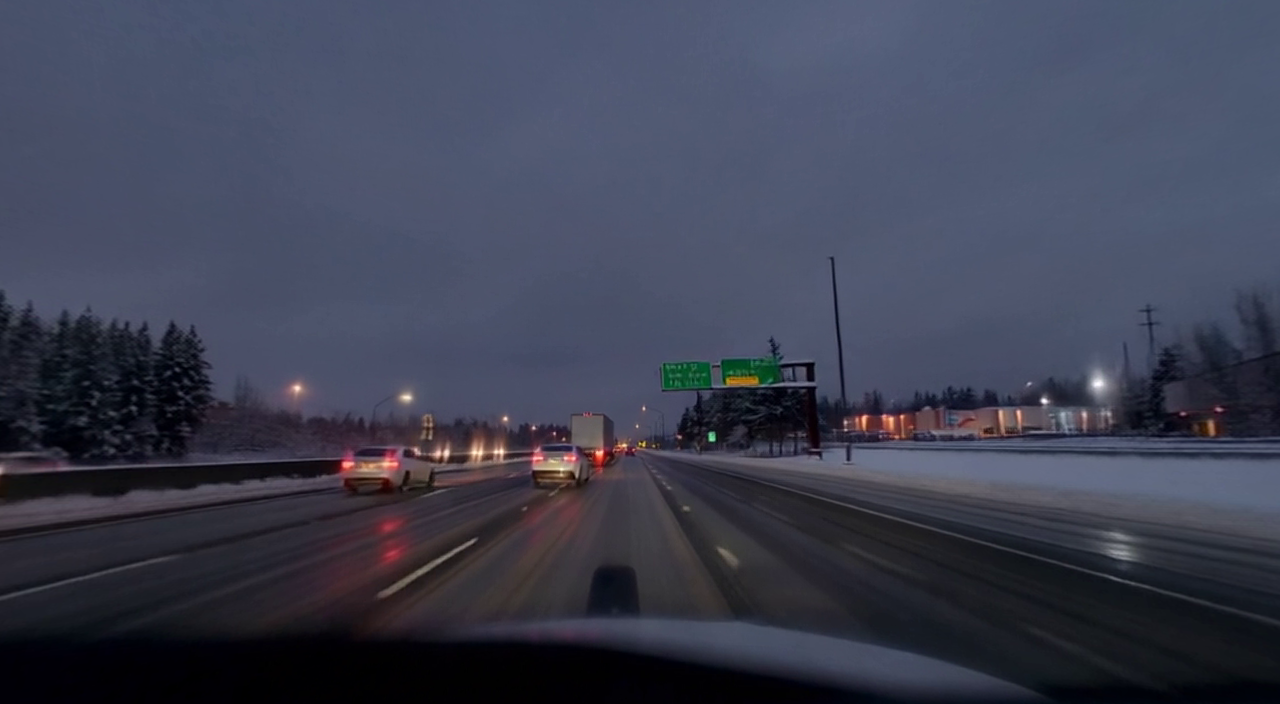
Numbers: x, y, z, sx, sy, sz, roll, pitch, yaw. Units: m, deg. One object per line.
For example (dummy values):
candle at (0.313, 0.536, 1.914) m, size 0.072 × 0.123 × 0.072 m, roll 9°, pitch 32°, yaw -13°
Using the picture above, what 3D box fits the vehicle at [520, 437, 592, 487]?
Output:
vehicle at (-3.028, 4.048, 23.575) m, size 2.033 × 1.669 × 4.112 m, roll 0°, pitch -9°, yaw 1°

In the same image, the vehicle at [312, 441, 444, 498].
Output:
vehicle at (-7.635, 3.459, 18.983) m, size 2.026 × 1.477 × 4.467 m, roll 0°, pitch -9°, yaw 0°
